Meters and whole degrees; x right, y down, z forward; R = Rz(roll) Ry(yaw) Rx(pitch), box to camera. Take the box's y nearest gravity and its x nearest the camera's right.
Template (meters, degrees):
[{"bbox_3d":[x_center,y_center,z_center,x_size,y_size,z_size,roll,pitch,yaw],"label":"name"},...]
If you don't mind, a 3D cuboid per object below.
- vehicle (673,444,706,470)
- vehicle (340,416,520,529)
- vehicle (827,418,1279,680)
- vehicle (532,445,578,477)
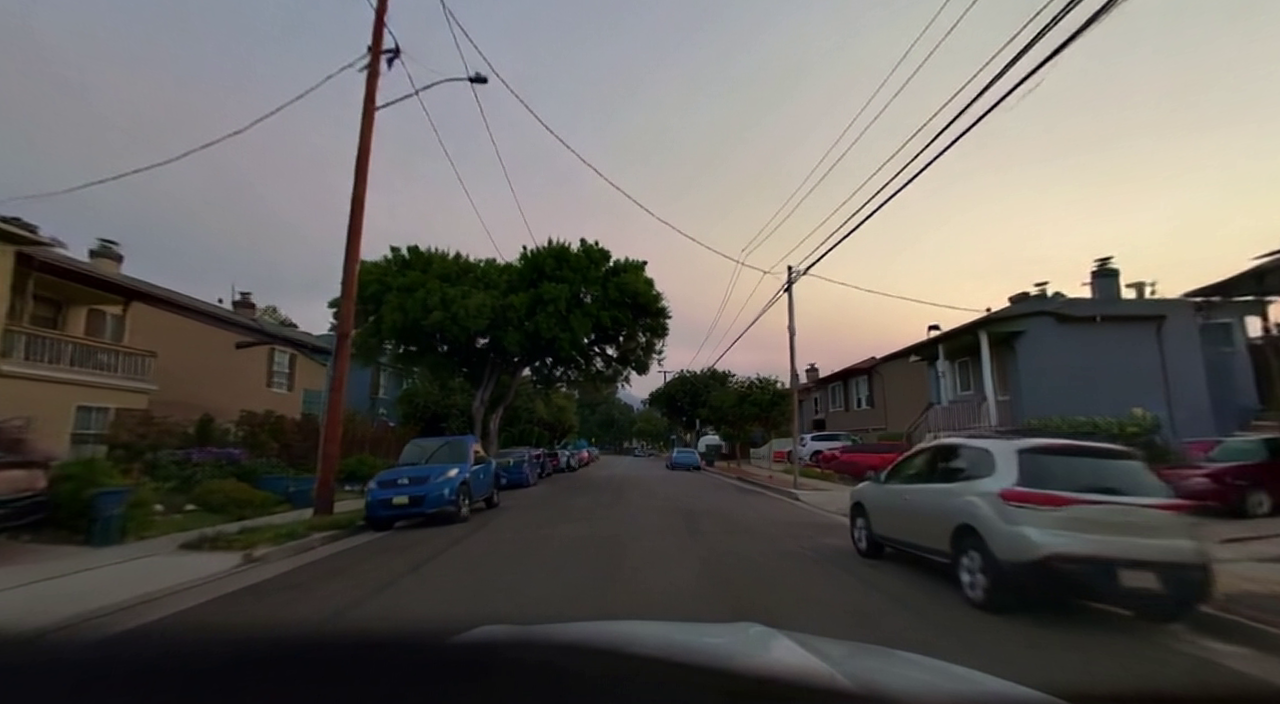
[{"bbox_3d":[3.235,6.960,42.115,1.916,1.587,3.986,0,-9,0],"label":"vehicle"},{"bbox_3d":[-4.024,2.410,13.234,2.057,1.887,5.053,0,-9,-1],"label":"vehicle"},{"bbox_3d":[3.535,1.505,6.044,2.019,1.536,4.405,0,-9,-2],"label":"vehicle"},{"bbox_3d":[-4.233,5.490,32.058,1.745,1.490,4.304,0,-9,0],"label":"vehicle"}]
